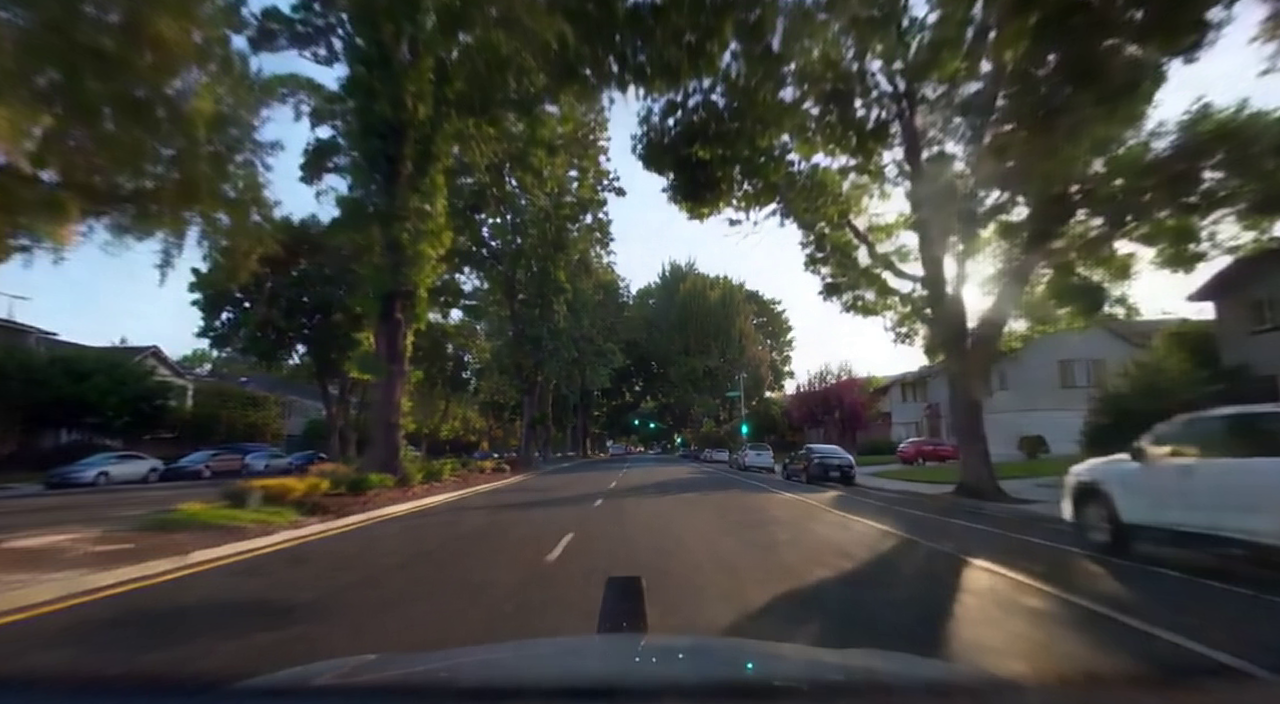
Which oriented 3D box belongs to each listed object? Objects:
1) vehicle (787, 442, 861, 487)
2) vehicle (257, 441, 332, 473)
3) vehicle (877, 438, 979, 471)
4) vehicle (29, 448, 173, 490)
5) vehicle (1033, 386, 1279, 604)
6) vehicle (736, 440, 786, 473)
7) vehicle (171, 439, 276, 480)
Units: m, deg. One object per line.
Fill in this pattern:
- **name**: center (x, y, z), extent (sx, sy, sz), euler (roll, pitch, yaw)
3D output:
- **vehicle**: center (7.543, 4.628, 26.237), extent (1.910, 1.686, 4.399), euler (0, -9, 2)
- **vehicle**: center (-20.784, 6.332, 38.009), extent (1.901, 1.785, 4.676), euler (0, -9, 0)
- **vehicle**: center (15.708, 5.609, 34.448), extent (4.554, 1.727, 2.085), euler (0, -9, 4)
- **vehicle**: center (-21.056, 4.554, 24.806), extent (1.910, 1.493, 4.190), euler (0, -9, 0)
- **vehicle**: center (7.351, 1.516, 6.897), extent (2.306, 2.088, 5.571), euler (1, -9, -1)
- **vehicle**: center (7.427, 6.475, 39.076), extent (2.032, 1.844, 4.964), euler (1, -9, -1)
- **vehicle**: center (-20.831, 5.380, 31.713), extent (1.990, 1.844, 4.902), euler (0, -9, -1)
